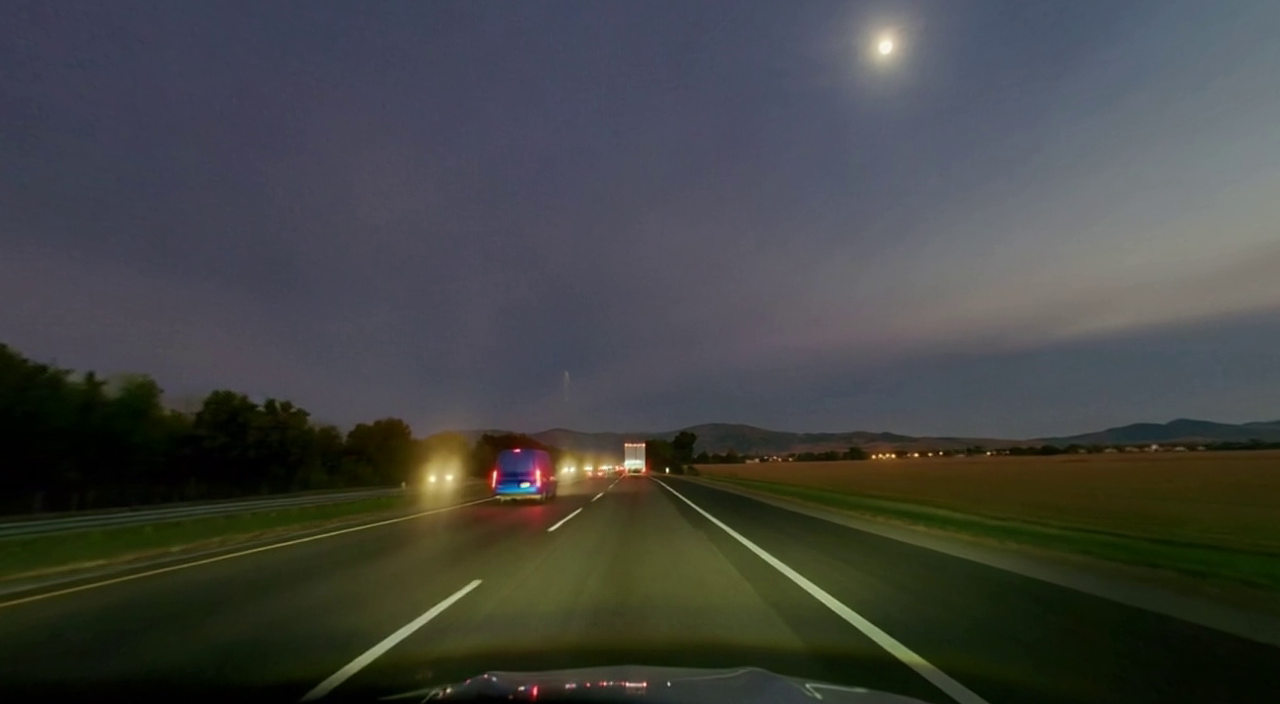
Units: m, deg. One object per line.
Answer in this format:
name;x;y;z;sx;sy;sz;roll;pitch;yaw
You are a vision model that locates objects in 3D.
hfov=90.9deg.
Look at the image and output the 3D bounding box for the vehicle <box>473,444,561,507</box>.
vehicle;-4.239;4.402;22.607;2.208;1.973;4.716;1;-10;0
